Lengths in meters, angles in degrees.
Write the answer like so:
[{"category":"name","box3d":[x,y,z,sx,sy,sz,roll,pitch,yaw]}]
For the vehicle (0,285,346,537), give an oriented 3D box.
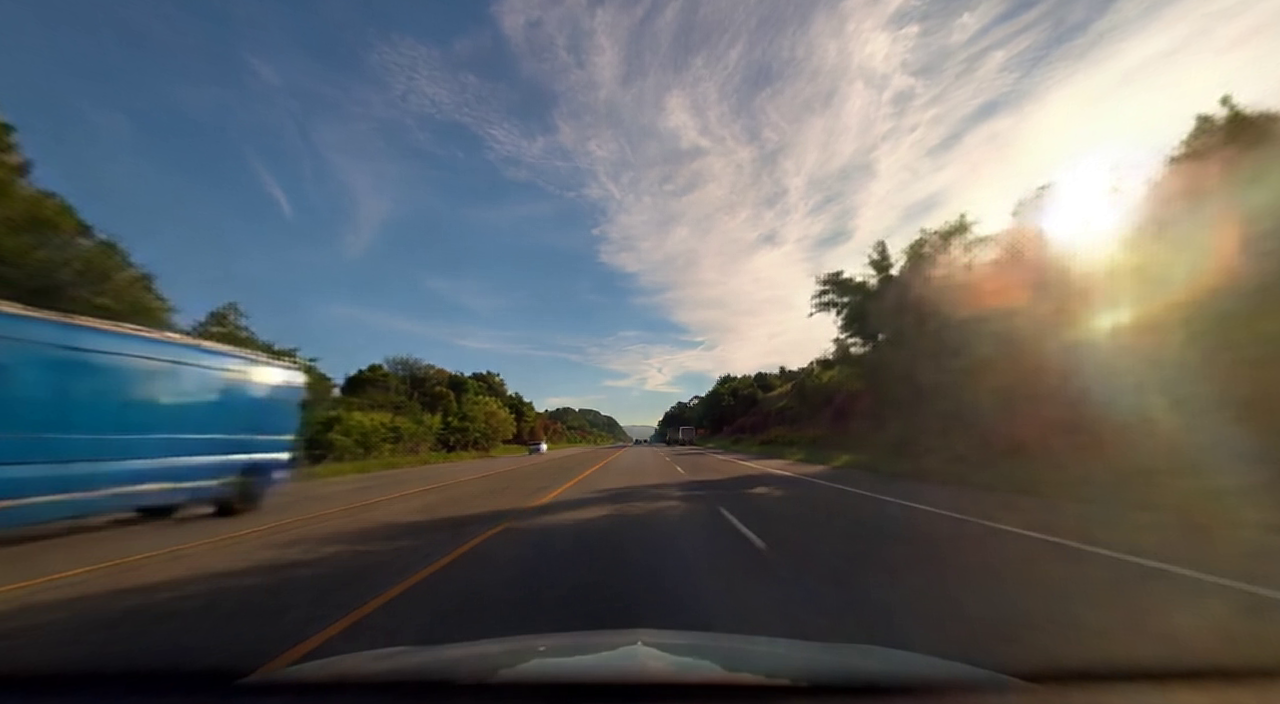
[{"category":"vehicle","box3d":[-11.549,1.571,14.559,2.862,3.946,13.787,0,-8,0]}]
